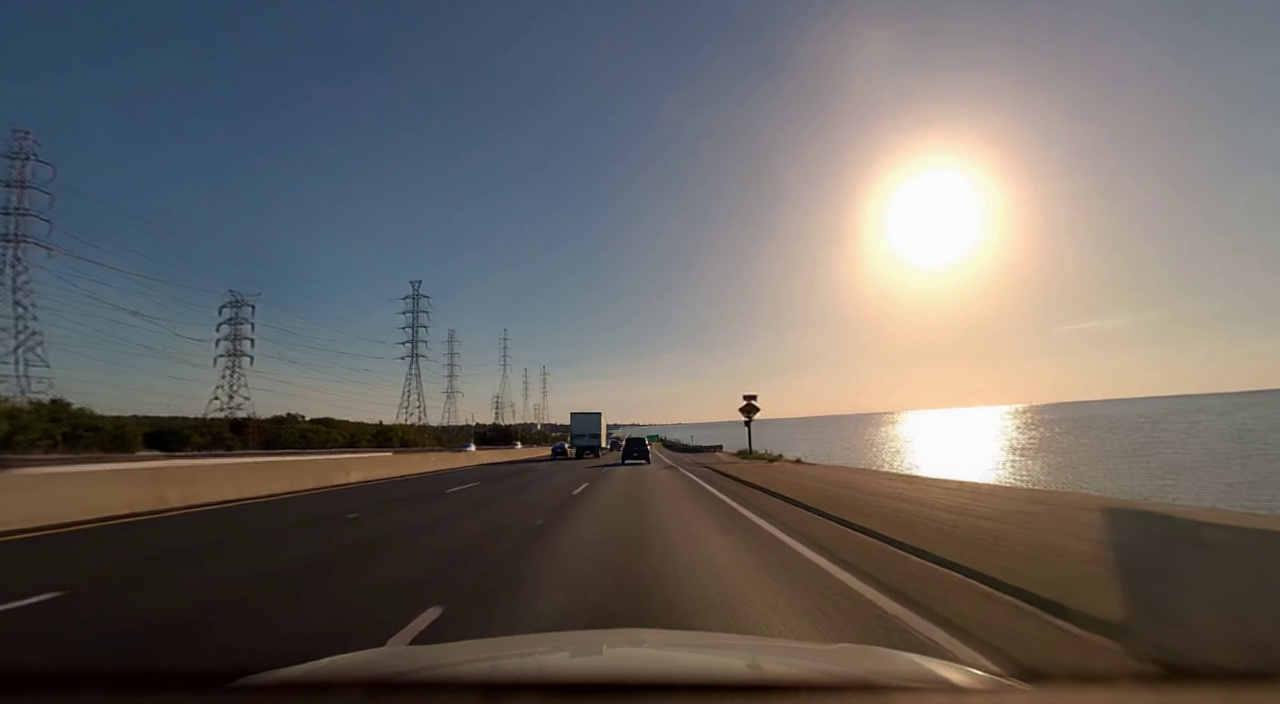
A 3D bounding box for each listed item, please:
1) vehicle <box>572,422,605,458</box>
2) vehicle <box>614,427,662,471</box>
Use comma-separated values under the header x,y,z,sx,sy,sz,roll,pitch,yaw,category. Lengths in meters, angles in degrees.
x,y,z,sx,sy,sz,roll,pitch,yaw,category
-3.793,6.547,46.928,2.178,2.522,2.054,0,-8,1,vehicle
-0.105,5.152,33.700,2.358,2.144,4.713,0,-8,0,vehicle
